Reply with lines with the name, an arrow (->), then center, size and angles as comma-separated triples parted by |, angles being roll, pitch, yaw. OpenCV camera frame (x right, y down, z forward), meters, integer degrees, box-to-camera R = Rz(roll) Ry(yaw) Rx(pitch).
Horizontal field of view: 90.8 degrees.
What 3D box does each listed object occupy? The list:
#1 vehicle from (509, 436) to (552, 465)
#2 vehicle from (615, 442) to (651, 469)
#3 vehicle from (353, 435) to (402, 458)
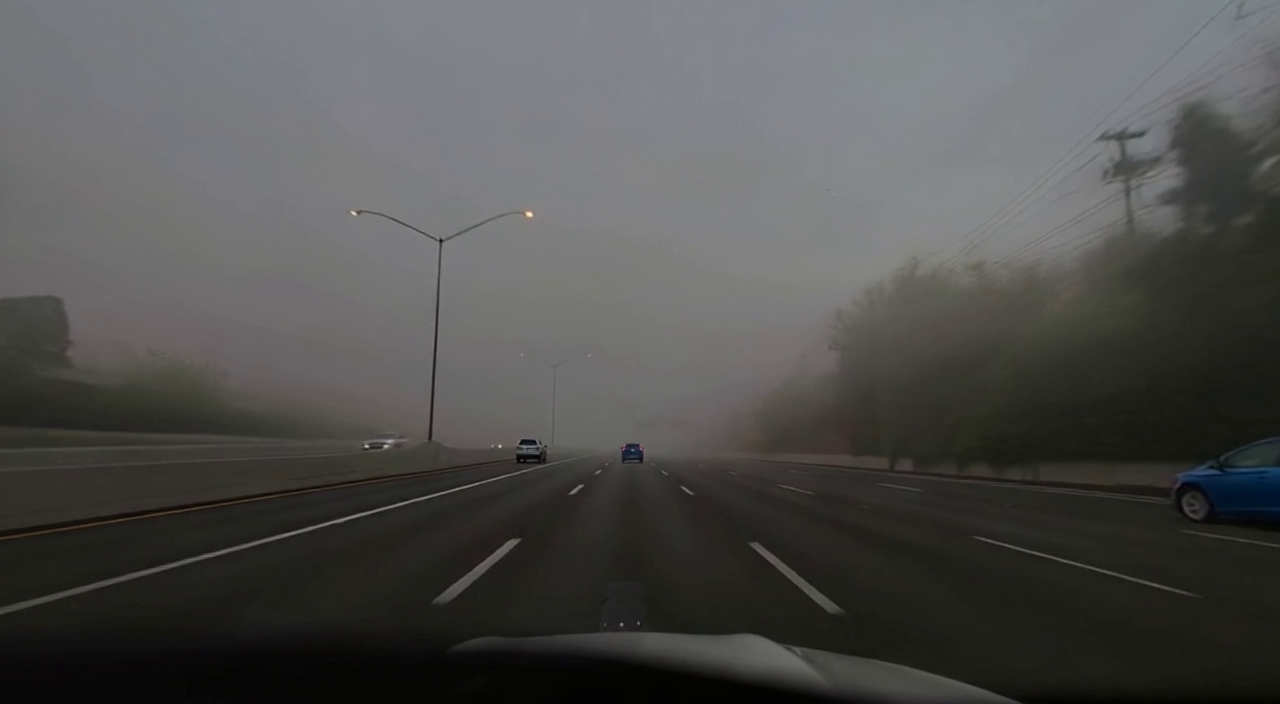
vehicle -> -7.605, 6.910, 44.531 | 2.177, 1.929, 4.706 | 0, -8, 0
vehicle -> -0.462, 6.347, 38.952 | 2.074, 1.574, 3.971 | 0, -8, -2
vehicle -> -17.683, 6.376, 42.705 | 1.658, 1.467, 3.636 | 0, -8, 1
